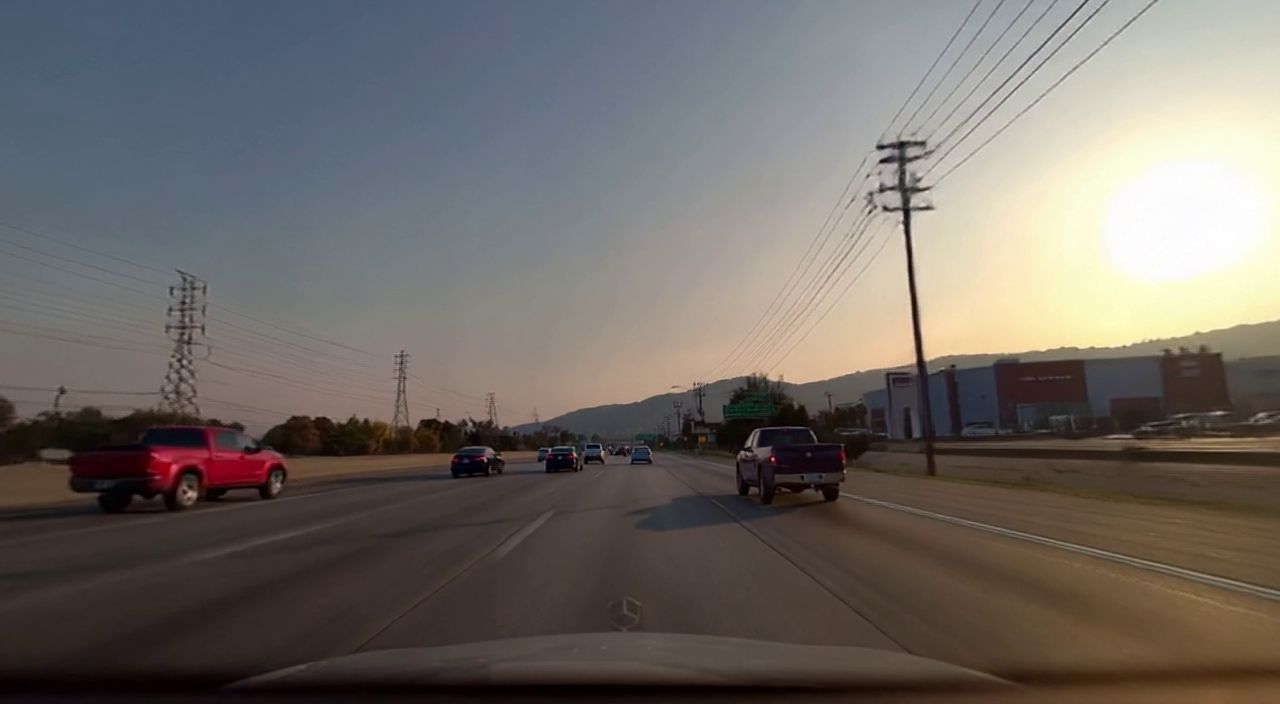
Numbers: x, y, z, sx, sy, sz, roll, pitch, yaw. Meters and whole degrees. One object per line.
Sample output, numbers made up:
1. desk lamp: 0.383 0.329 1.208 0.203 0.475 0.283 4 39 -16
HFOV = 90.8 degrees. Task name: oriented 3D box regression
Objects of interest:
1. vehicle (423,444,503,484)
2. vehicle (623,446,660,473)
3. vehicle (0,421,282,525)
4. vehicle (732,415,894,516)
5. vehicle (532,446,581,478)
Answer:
1. vehicle: -7.195 4.586 26.207 1.959 1.496 4.740 0 -8 0
2. vehicle: 0.069 6.215 36.910 2.030 1.471 4.115 0 -8 0
3. vehicle: -11.145 2.661 14.562 2.317 1.881 5.903 0 -9 0
4. vehicle: 3.720 2.578 14.807 2.231 1.919 5.086 0 -9 -1
5. vehicle: -4.089 5.440 31.592 1.938 1.444 4.206 0 -8 -1
